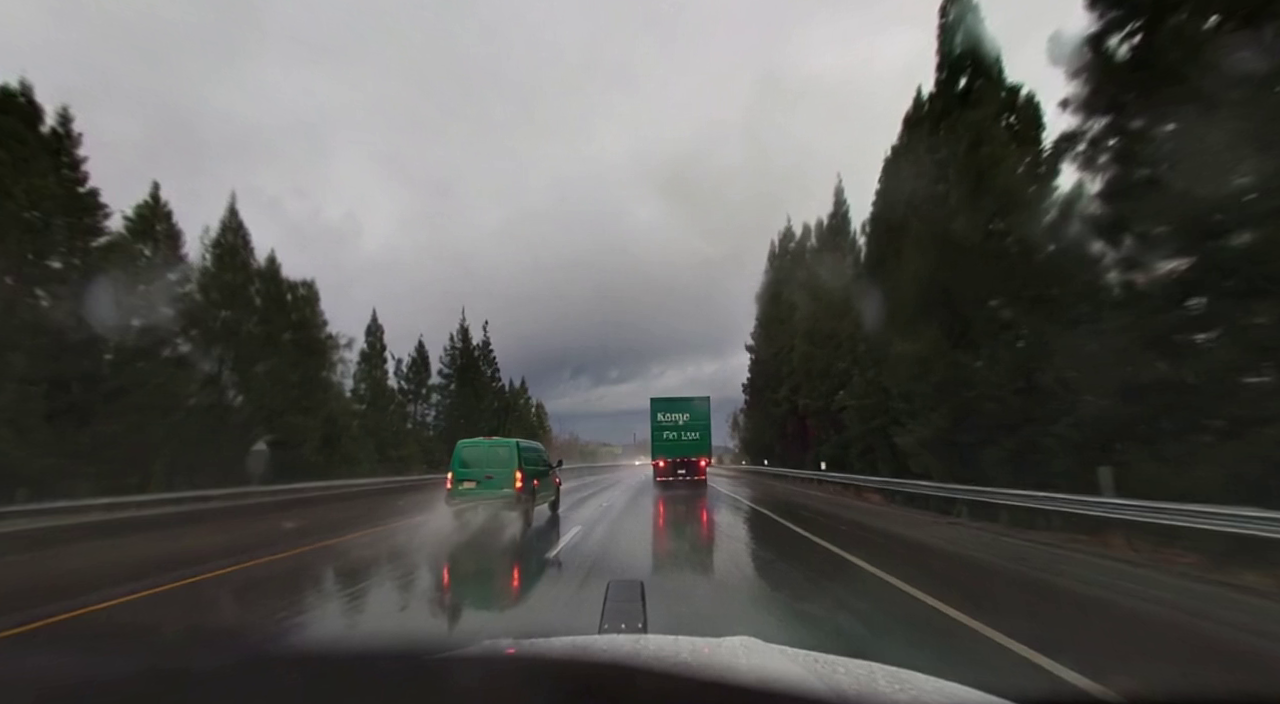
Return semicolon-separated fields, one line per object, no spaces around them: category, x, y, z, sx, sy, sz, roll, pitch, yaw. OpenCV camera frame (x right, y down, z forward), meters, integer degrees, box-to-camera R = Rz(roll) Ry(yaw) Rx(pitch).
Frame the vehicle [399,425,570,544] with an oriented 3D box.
vehicle;-2.702;2.428;12.116;2.105;1.865;4.102;0;-9;2

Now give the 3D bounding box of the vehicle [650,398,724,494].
vehicle;2.056;4.950;32.792;3.030;3.985;12.707;0;-9;1
